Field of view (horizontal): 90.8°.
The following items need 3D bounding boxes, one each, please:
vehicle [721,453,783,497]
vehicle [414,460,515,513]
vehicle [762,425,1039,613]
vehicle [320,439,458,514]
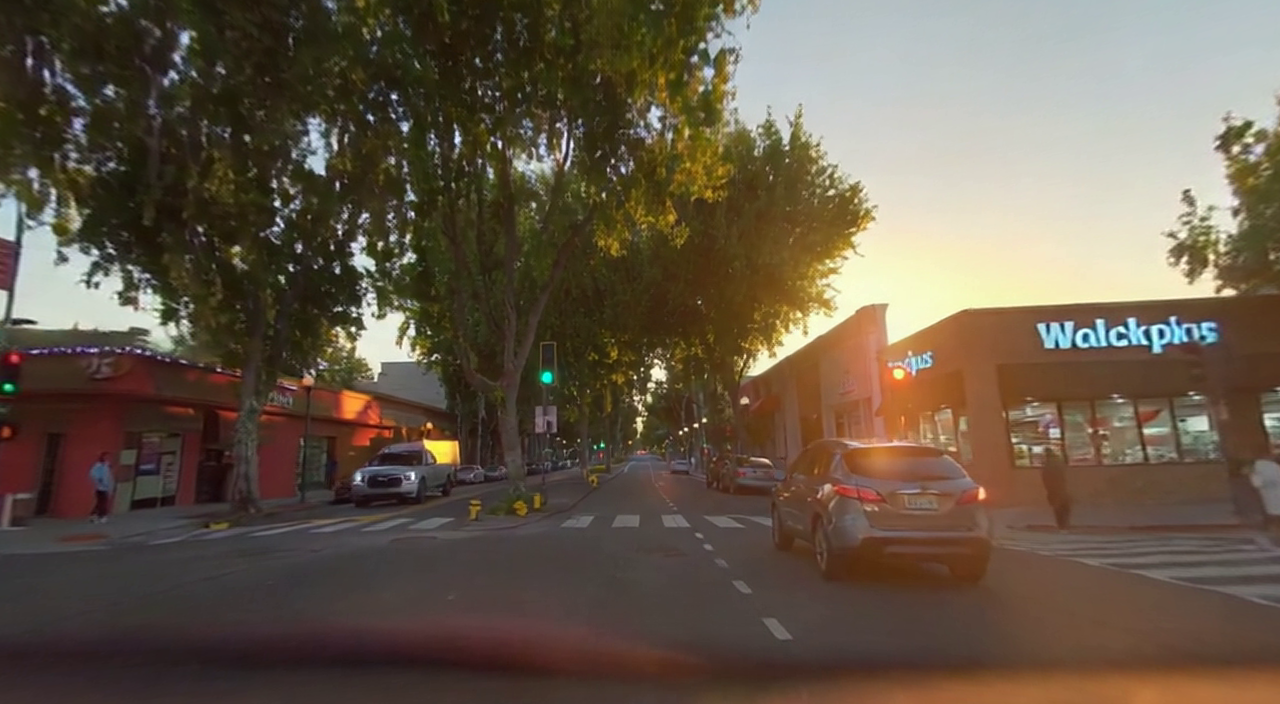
[{"bbox_3d":[5.254,5.811,30.296,2.010,1.844,4.386,0,-8,-2],"label":"vehicle"},{"bbox_3d":[-5.684,4.407,21.177,1.983,1.438,4.559,0,-8,1],"label":"vehicle"},{"bbox_3d":[2.624,1.705,7.138,1.822,1.654,2.794,0,-8,-2],"label":"vehicle"},{"bbox_3d":[-8.703,4.325,22.696,2.489,2.323,5.843,0,-8,1],"label":"vehicle"}]
